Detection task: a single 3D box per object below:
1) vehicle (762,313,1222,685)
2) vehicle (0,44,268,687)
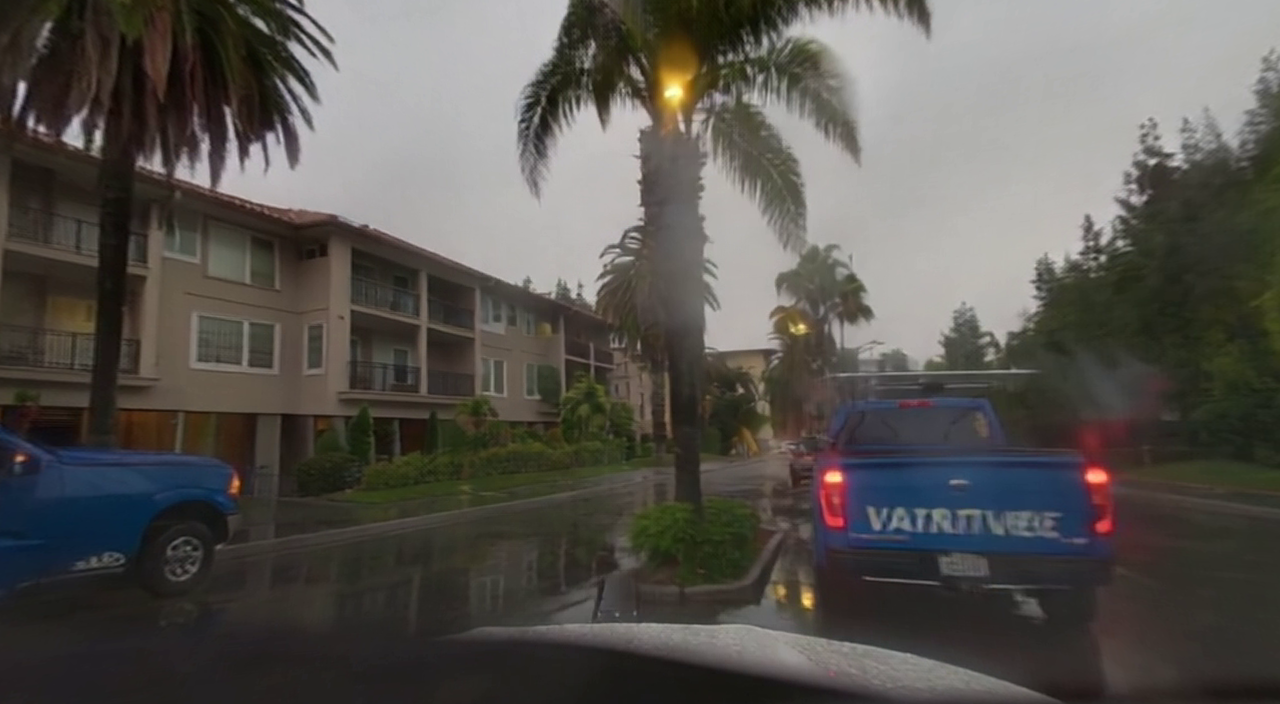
[{"bbox_3d":[2.677,1.261,6.709,2.418,2.078,5.866,-2,-9,13],"label":"vehicle"},{"bbox_3d":[-6.253,-0.397,0.647,2.998,3.659,10.517,-3,-9,18],"label":"vehicle"}]
